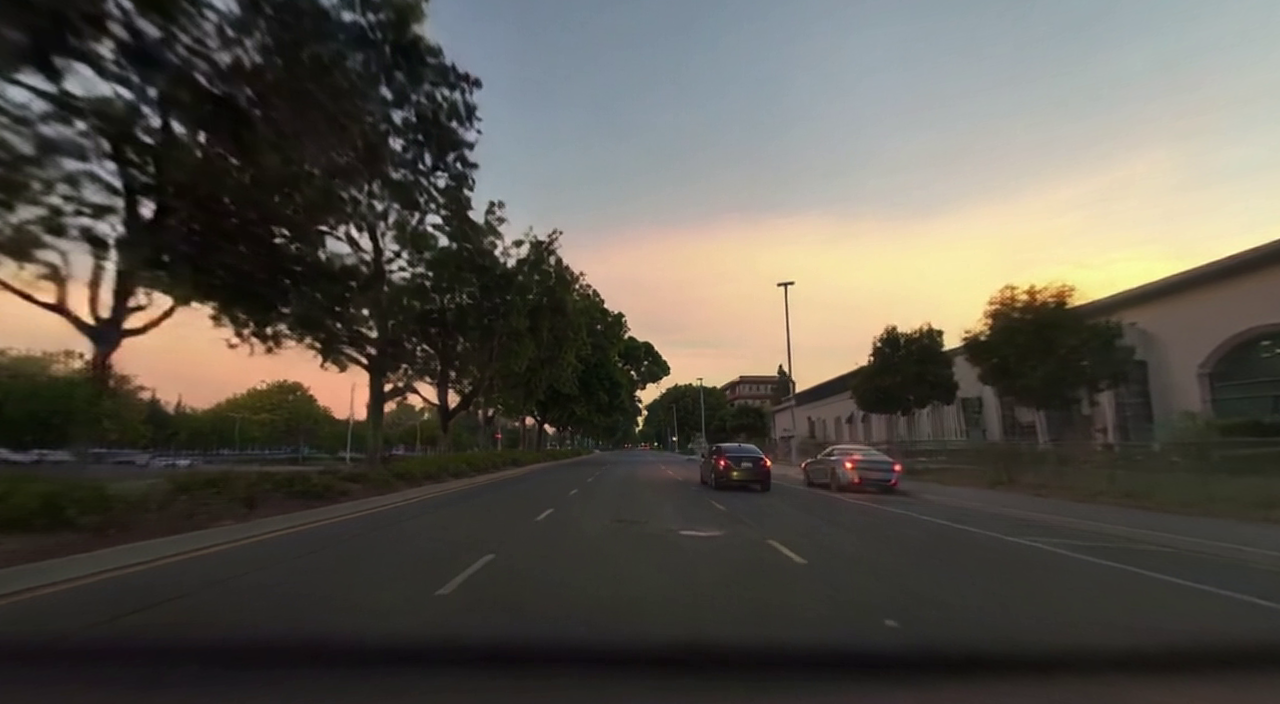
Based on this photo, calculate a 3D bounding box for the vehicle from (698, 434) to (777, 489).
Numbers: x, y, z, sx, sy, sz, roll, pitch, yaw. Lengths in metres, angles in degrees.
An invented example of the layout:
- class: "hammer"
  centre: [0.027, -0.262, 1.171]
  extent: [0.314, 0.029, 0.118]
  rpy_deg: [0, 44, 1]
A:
- class: "vehicle"
  centre: [3.385, 3.890, 22.800]
  extent: [2.083, 1.743, 4.354]
  rpy_deg: [0, -8, -1]

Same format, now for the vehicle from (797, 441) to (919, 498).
- class: "vehicle"
  centre: [6.725, 3.629, 20.170]
  extent: [1.918, 1.544, 4.871]
  rpy_deg: [0, -8, -3]
